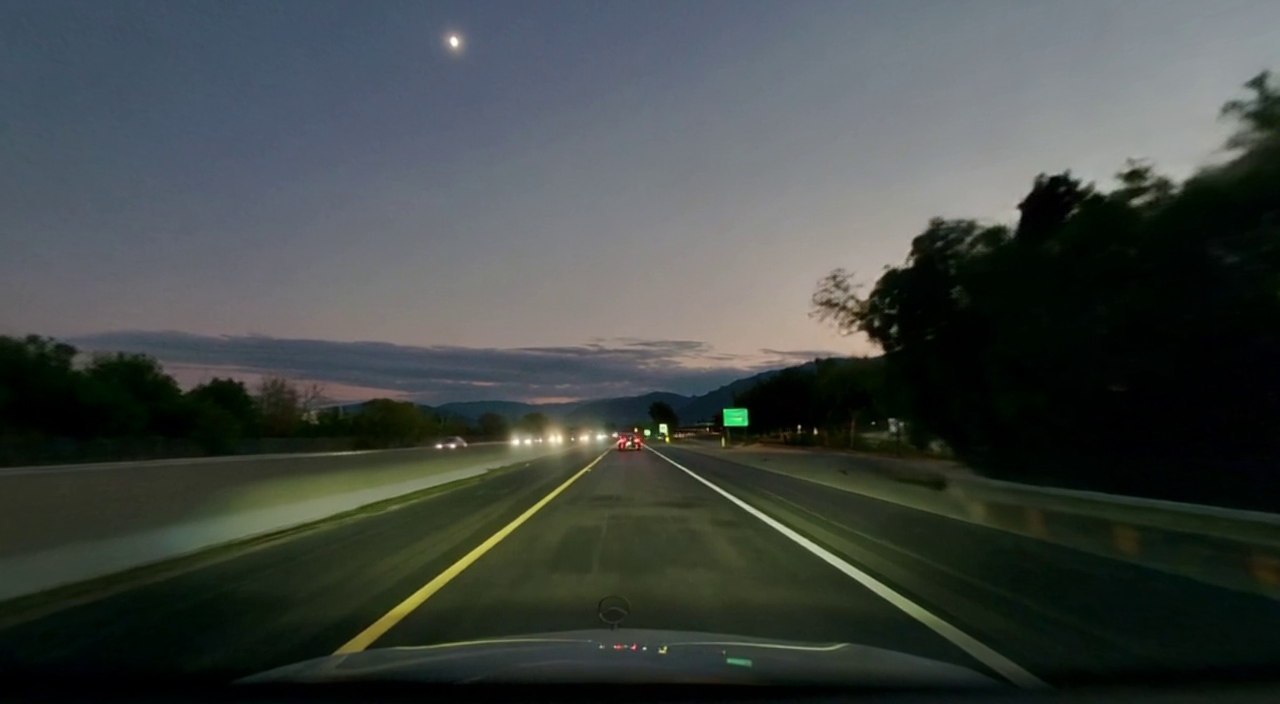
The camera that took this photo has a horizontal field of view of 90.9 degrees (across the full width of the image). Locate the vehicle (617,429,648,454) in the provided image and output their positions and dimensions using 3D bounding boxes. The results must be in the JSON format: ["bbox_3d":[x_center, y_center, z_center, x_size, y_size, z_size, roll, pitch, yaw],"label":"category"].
[{"bbox_3d":[-0.617,6.939,48.967,2.295,1.861,4.564,0,-8,-1],"label":"vehicle"}]
